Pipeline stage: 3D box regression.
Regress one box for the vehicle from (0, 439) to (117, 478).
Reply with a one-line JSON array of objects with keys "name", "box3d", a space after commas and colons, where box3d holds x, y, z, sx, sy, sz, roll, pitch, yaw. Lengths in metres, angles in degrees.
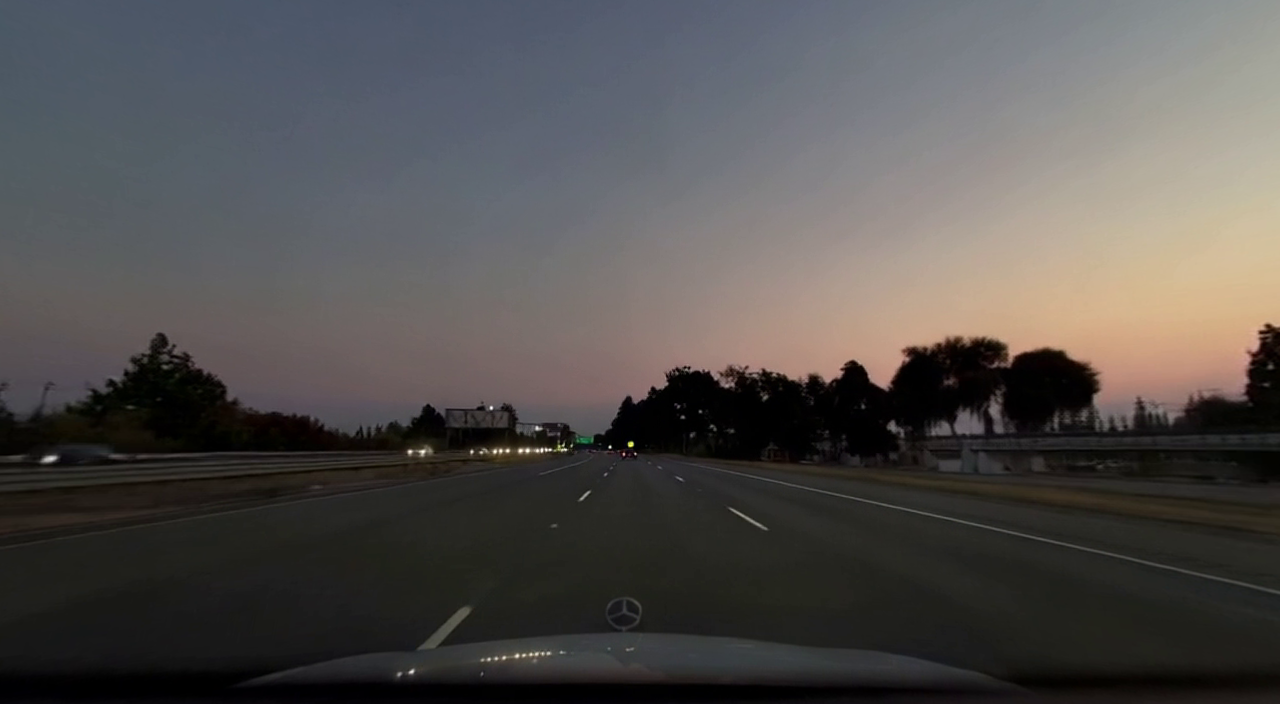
[{"name": "vehicle", "box3d": [-24.607, 4.389, 26.237, 1.834, 1.458, 4.546, 0, -9, 0]}]
